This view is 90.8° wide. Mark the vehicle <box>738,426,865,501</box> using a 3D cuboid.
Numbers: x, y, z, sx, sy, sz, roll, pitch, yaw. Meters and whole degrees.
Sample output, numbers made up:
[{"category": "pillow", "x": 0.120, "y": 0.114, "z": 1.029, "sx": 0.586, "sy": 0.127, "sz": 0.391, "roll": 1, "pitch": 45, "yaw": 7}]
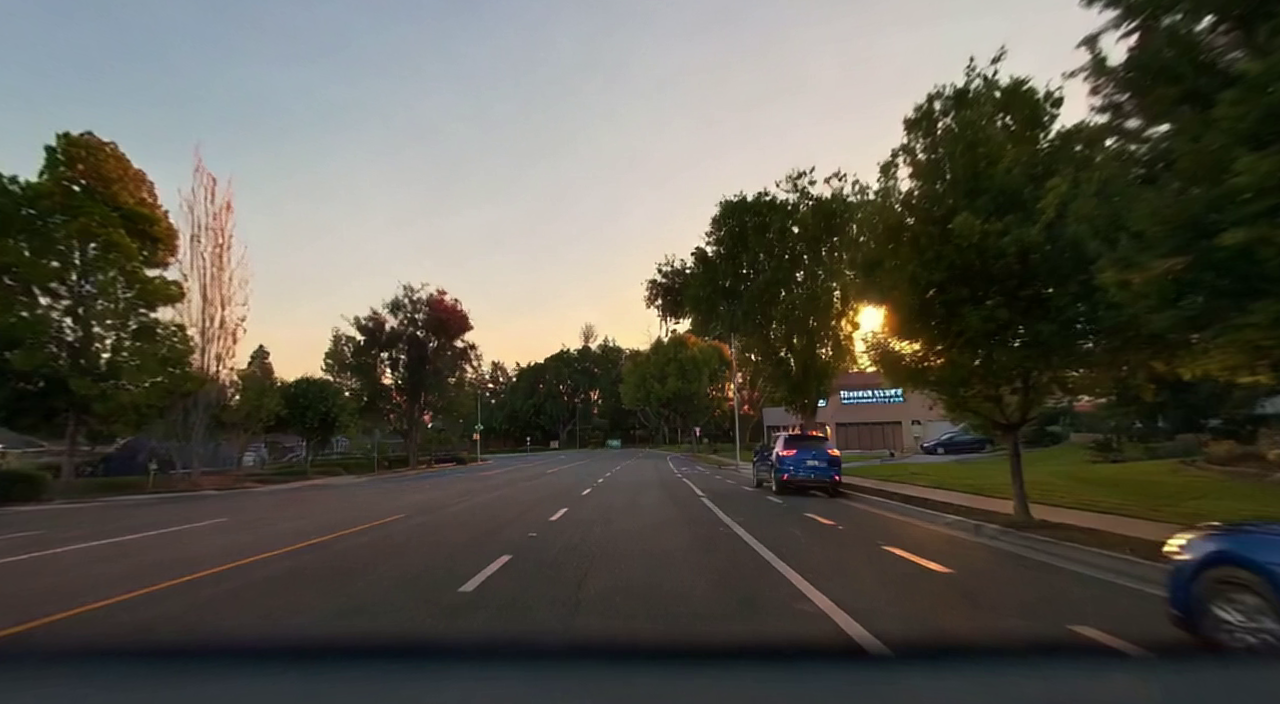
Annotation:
[{"category": "vehicle", "x": 4.358, "y": 3.103, "z": 17.968, "sx": 2.228, "sy": 1.814, "sz": 4.576, "roll": 0, "pitch": -9, "yaw": -2}]

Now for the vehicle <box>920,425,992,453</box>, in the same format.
[{"category": "vehicle", "x": 18.649, "y": 5.187, "z": 37.505, "sx": 1.826, "sy": 1.492, "sz": 4.417, "roll": 0, "pitch": -8, "yaw": -3}]
